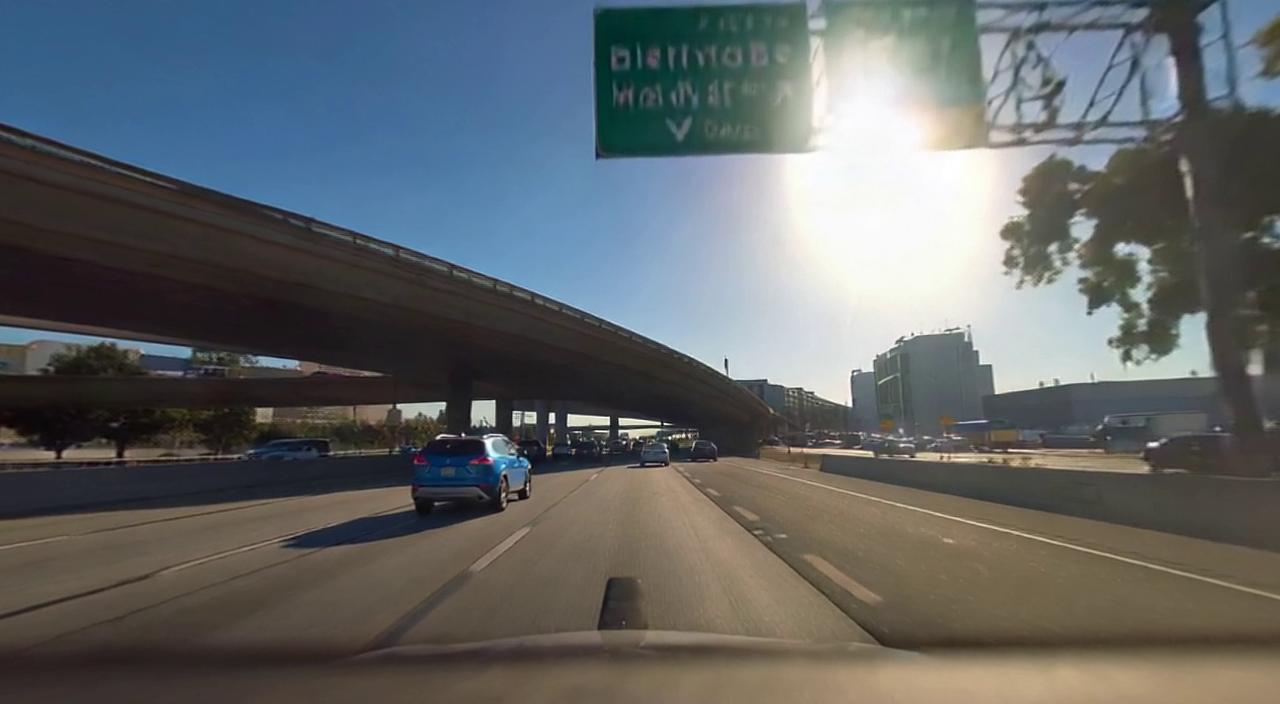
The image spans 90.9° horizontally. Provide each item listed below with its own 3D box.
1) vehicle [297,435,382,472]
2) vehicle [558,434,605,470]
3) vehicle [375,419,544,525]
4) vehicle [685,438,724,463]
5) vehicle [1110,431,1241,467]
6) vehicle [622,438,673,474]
[{"bbox_3d":[-15.033,5.116,31.896,2.011,1.708,4.556,0,-8,1],"label":"vehicle"},{"bbox_3d":[-2.954,5.173,32.908,2.007,1.730,4.412,0,-8,0],"label":"vehicle"},{"bbox_3d":[-3.264,2.275,12.494,1.961,1.687,4.453,0,-8,1],"label":"vehicle"},{"bbox_3d":[4.087,6.372,40.805,1.980,1.492,4.442,0,-8,-1],"label":"vehicle"},{"bbox_3d":[23.086,4.205,27.459,1.809,1.431,4.430,0,-8,0],"label":"vehicle"},{"bbox_3d":[0.311,4.573,27.975,2.090,1.474,3.970,0,-8,0],"label":"vehicle"}]
